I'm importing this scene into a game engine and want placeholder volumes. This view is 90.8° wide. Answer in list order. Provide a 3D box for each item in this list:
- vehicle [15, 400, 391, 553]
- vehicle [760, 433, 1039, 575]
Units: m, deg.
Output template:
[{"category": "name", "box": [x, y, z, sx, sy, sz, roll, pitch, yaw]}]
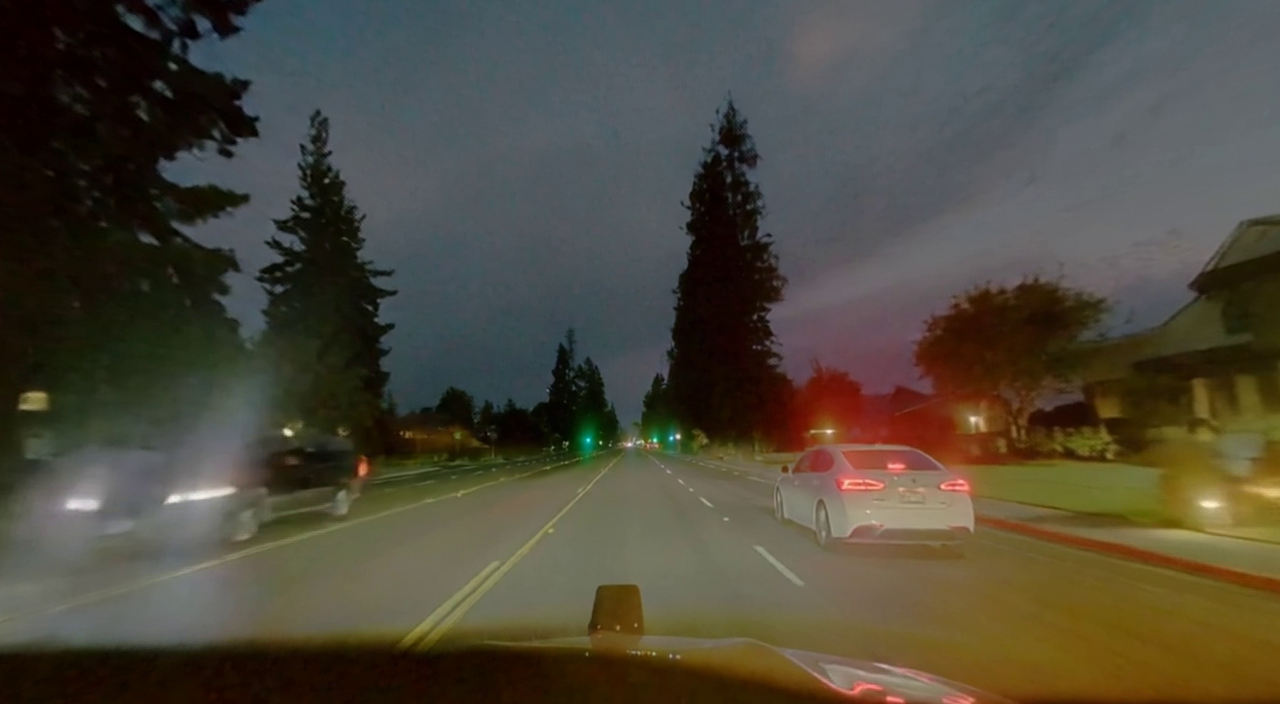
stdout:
[{"category": "vehicle", "box": [-6.966, 2.096, 11.462, 2.334, 1.985, 6.274, 0, -9, 0]}, {"category": "vehicle", "box": [3.171, 1.938, 8.883, 2.057, 1.493, 4.225, 0, -9, -1]}]
